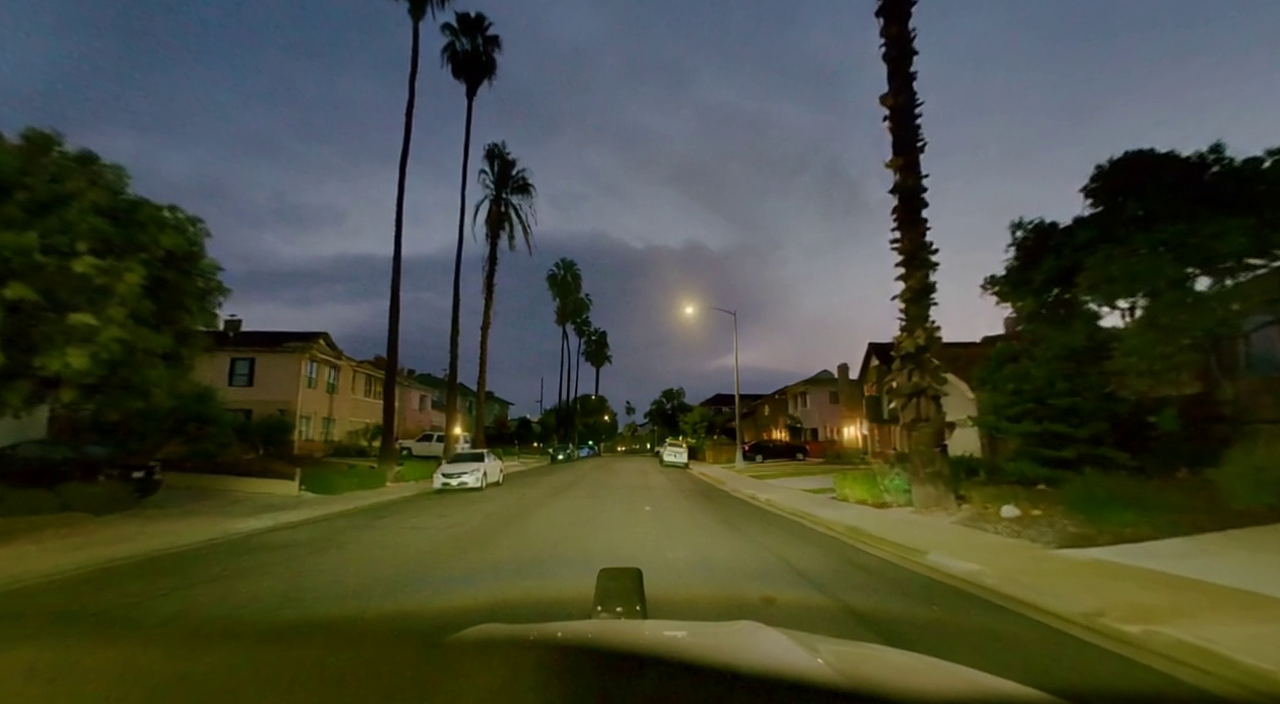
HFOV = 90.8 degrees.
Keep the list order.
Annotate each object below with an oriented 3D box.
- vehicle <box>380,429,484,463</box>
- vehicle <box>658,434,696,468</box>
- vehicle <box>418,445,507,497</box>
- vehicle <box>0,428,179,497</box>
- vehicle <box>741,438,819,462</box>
[{"bbox_3d":[-12.315,5.623,37.787,5.340,1.948,2.398,0,-8,-1],"label":"vehicle"},{"bbox_3d":[2.373,6.579,42.074,2.184,2.038,6.212,0,-8,0],"label":"vehicle"},{"bbox_3d":[-5.972,4.029,21.832,1.949,1.511,4.466,0,-8,-2],"label":"vehicle"},{"bbox_3d":[-13.233,2.435,14.094,4.283,1.400,1.926,0,-8,-2],"label":"vehicle"},{"bbox_3d":[9.022,6.348,41.037,4.643,1.520,1.826,0,-8,1],"label":"vehicle"}]
